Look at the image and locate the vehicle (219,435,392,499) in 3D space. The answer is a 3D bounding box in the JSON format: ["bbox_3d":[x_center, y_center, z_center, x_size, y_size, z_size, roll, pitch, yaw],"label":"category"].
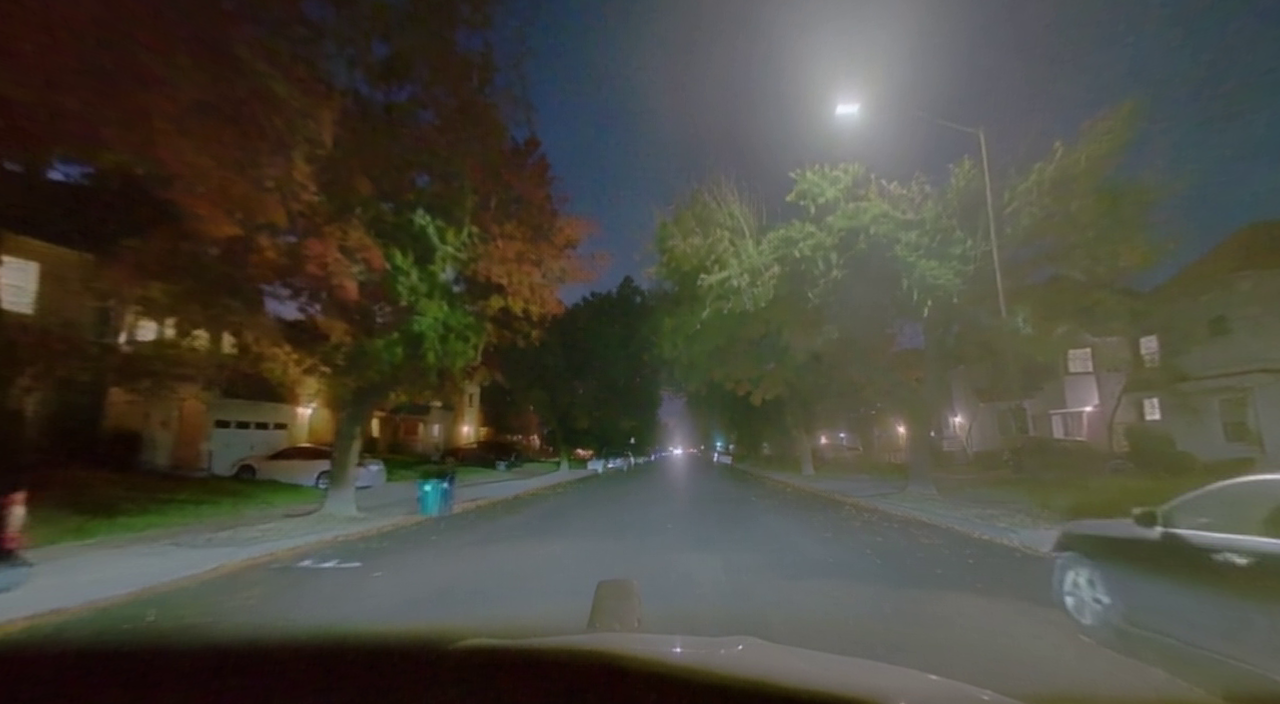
[{"bbox_3d":[-10.291,3.551,19.554,4.373,1.747,2.029,-4,-9,11],"label":"vehicle"}]

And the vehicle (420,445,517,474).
[{"bbox_3d":[-9.889,6.231,36.578,4.977,1.558,2.079,-1,-9,5],"label":"vehicle"}]

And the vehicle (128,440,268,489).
[{"bbox_3d":[-15.037,3.762,21.392,4.473,1.493,1.884,-4,-9,27],"label":"vehicle"}]

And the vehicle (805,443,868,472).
[{"bbox_3d":[12.855,6.917,41.375,3.647,1.784,1.650,-1,-8,5],"label":"vehicle"}]

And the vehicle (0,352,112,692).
[{"bbox_3d":[-5.265,0.716,1.602,2.337,2.084,6.088,-1,-9,3],"label":"vehicle"}]

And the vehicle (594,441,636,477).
[{"bbox_3d":[-1.834,8.066,47.780,2.482,2.054,5.323,0,-3,5],"label":"vehicle"}]

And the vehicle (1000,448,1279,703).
[{"bbox_3d":[4.231,1.267,3.456,1.959,1.431,4.647,0,-8,3],"label":"vehicle"}]
